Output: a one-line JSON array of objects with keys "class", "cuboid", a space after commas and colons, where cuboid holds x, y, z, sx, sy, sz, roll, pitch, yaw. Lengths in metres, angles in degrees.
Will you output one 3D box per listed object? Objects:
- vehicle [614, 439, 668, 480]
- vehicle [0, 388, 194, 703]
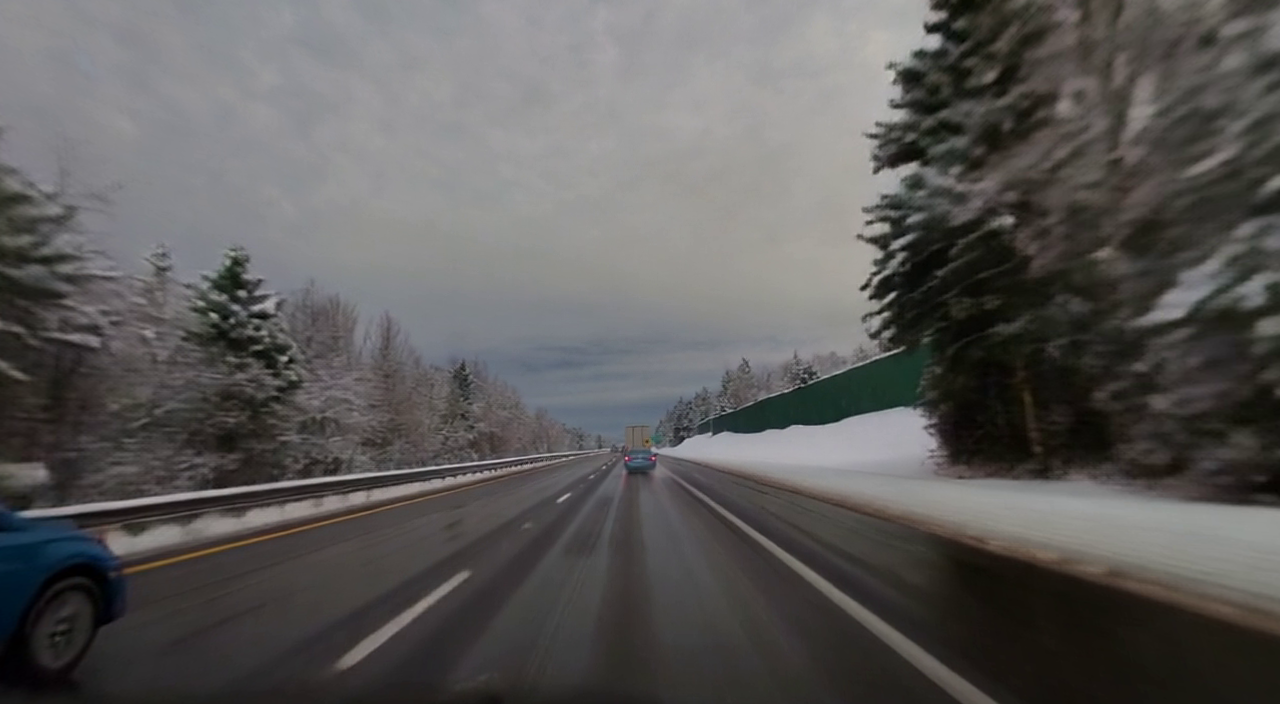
[{"class": "vehicle", "cuboid": [0.002, 4.416, 26.181, 2.057, 1.516, 4.065, 0, -8, -1]}, {"class": "vehicle", "cuboid": [-3.906, 0.803, 1.924, 2.054, 1.536, 4.128, 0, -8, -1]}]
